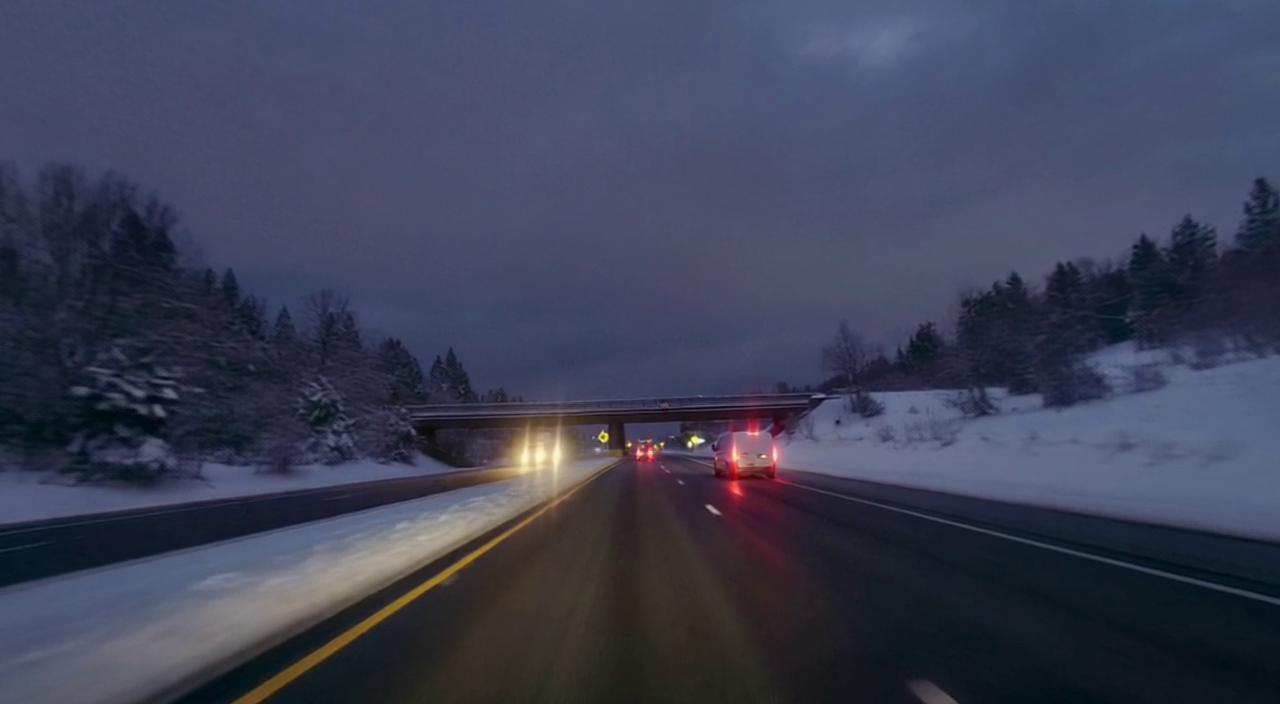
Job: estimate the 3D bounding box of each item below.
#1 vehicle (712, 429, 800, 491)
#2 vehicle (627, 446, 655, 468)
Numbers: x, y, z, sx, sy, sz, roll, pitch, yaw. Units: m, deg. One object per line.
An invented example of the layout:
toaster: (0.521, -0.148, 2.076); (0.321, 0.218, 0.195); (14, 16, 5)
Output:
vehicle: (4.129, 3.968, 23.480); (2.152, 1.998, 5.380); (0, -9, -1)
vehicle: (0.133, 8.116, 48.753); (2.013, 1.584, 3.995); (0, -9, 2)
